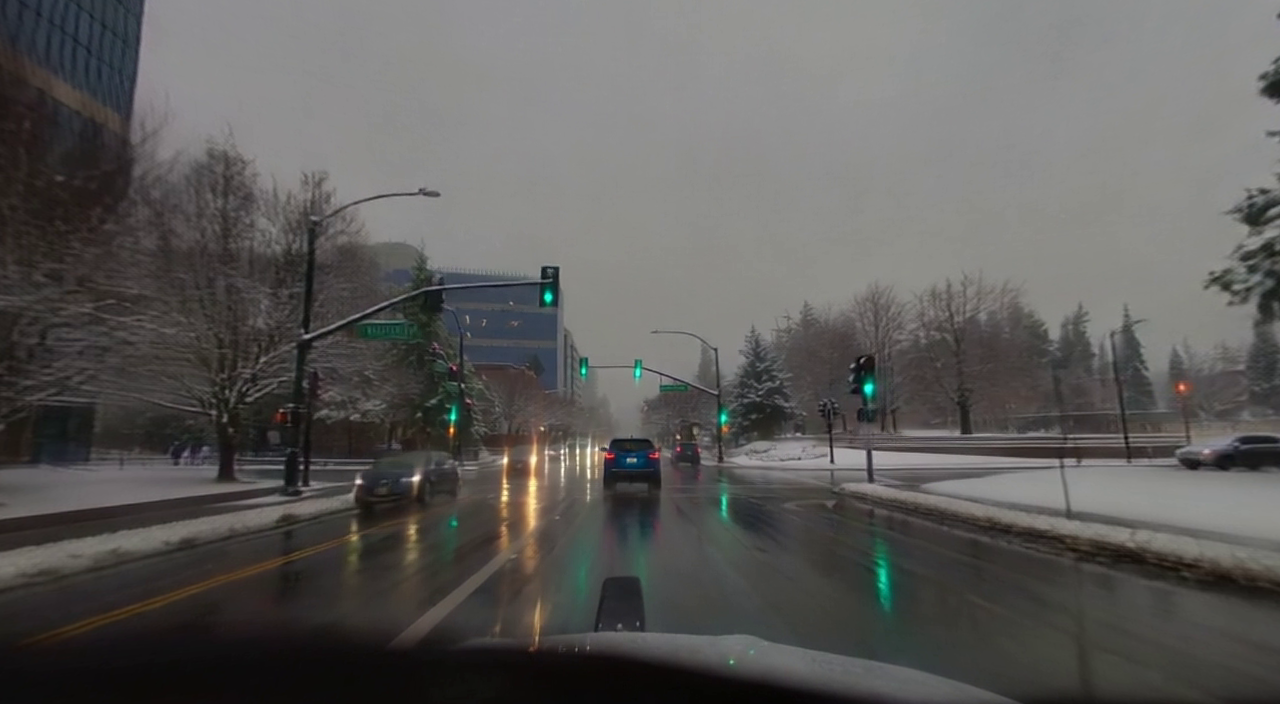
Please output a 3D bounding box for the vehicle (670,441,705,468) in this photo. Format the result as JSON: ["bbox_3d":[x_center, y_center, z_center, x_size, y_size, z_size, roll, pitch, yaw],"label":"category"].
[{"bbox_3d":[3.509,7.709,47.670,2.113,1.869,5.322,0,-8,-2],"label":"vehicle"}]

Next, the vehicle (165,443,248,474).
[{"bbox_3d":[-26.343,6.440,38.387,4.393,1.730,2.151,-5,-9,26],"label":"vehicle"}]

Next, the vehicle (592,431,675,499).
[{"bbox_3d":[-0.213,3.298,18.793,2.183,1.765,4.059,0,-8,-1],"label":"vehicle"}]

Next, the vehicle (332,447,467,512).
[{"bbox_3d":[-6.237,3.320,17.004,1.908,1.475,4.337,0,-8,0],"label":"vehicle"}]

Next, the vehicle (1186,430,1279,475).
[{"bbox_3d":[25.102,3.946,24.914,5.183,1.650,2.014,0,-8,-1],"label":"vehicle"}]

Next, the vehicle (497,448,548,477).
[{"bbox_3d":[-6.510,6.171,35.447,1.934,1.476,4.457,0,-8,1],"label":"vehicle"}]
